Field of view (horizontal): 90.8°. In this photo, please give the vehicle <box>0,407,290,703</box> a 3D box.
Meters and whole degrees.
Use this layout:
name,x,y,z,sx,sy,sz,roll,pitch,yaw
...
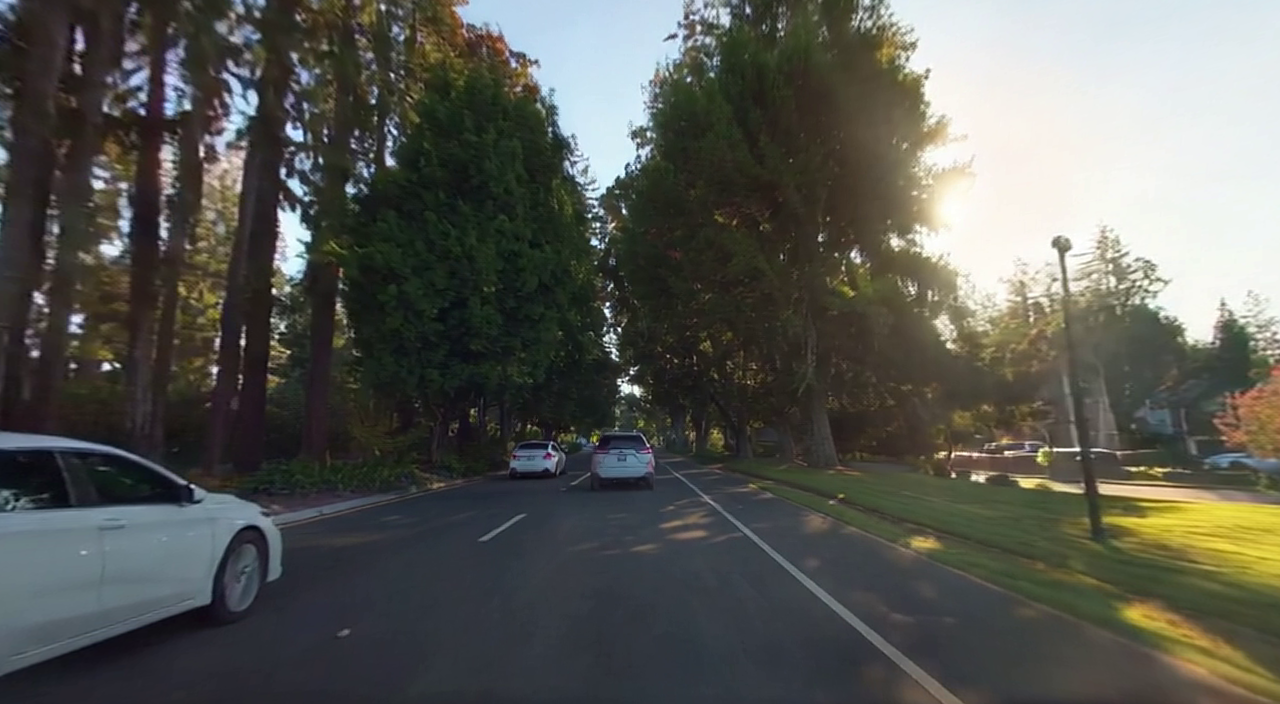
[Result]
name,x,y,z,sx,sy,sz,roll,pitch,yaw
vehicle,-4.137,1.060,3.368,1.959,1.485,4.452,0,-8,0

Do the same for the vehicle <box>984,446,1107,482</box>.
name,x,y,z,sx,sy,sz,roll,pitch,yaw
vehicle,19.747,5.446,30.883,4.669,1.698,1.939,0,-8,-3

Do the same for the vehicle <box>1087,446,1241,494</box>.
name,x,y,z,sx,sy,sz,roll,pitch,yaw
vehicle,20.530,4.604,24.868,4.387,1.752,1.903,0,-8,-3

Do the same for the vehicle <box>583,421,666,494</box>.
name,x,y,z,sx,sy,sz,roll,pitch,yaw
vehicle,-0.391,2.879,17.474,2.018,1.769,3.897,0,-8,0

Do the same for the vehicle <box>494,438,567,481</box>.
name,x,y,z,sx,sy,sz,roll,pitch,yaw
vehicle,-3.962,3.953,23.600,1.917,1.448,4.178,0,-8,1
